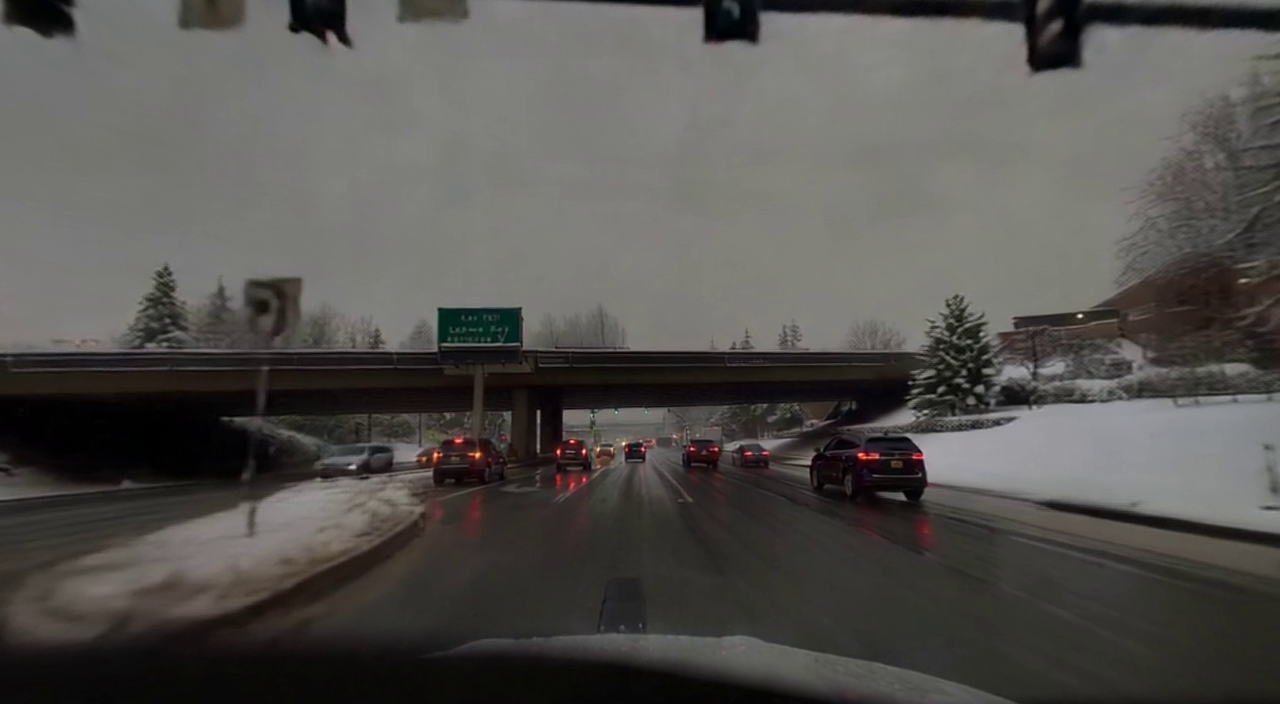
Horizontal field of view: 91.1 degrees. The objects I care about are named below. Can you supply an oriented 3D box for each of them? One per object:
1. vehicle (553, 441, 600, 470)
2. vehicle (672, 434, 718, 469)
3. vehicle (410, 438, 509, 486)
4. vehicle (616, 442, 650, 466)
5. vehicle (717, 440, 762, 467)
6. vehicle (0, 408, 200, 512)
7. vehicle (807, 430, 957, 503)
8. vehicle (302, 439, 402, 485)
[{"bbox_3d":[-3.351,5.567,33.884,2.041,1.466,4.212,0,-8,1],"label":"vehicle"},{"bbox_3d":[2.939,5.440,34.491,2.034,1.762,4.420,0,-8,-1],"label":"vehicle"},{"bbox_3d":[-6.082,3.740,21.750,2.070,1.488,4.376,0,-8,1],"label":"vehicle"},{"bbox_3d":[-0.411,6.410,39.603,2.026,1.453,3.780,0,-8,0],"label":"vehicle"},{"bbox_3d":[6.048,6.242,38.695,1.924,1.527,4.268,0,-8,-2],"label":"vehicle"},{"bbox_3d":[-19.167,3.374,19.971,3.019,2.822,10.028,0,-8,1],"label":"vehicle"},{"bbox_3d":[6.045,2.909,16.397,2.056,1.624,4.498,0,-8,-1],"label":"vehicle"},{"bbox_3d":[-11.775,4.502,26.037,1.993,1.718,4.396,0,-8,0],"label":"vehicle"}]
